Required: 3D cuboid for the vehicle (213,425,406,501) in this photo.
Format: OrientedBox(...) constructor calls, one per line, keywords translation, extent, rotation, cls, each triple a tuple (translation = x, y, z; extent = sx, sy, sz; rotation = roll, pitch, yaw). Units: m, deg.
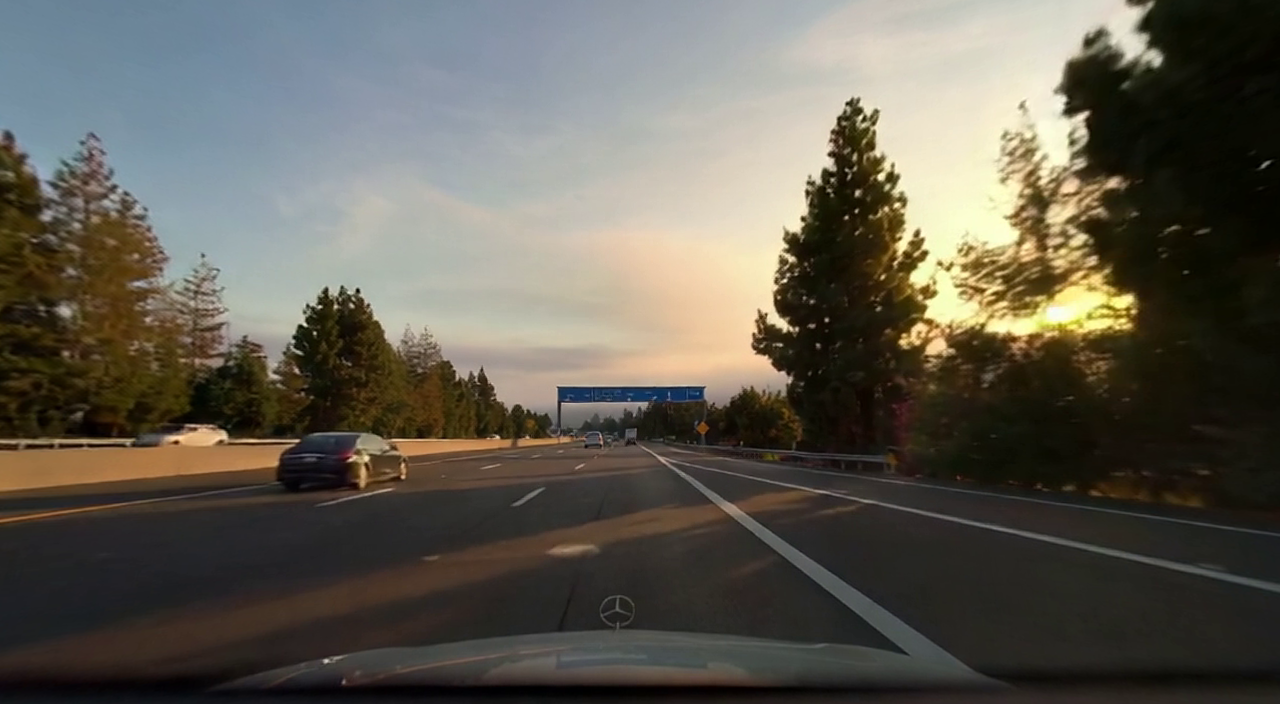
OrientedBox(translation=(-7.950, 2.694, 15.932), extent=(2.092, 1.574, 5.251), rotation=(0, -8, 0), cls="vehicle")
